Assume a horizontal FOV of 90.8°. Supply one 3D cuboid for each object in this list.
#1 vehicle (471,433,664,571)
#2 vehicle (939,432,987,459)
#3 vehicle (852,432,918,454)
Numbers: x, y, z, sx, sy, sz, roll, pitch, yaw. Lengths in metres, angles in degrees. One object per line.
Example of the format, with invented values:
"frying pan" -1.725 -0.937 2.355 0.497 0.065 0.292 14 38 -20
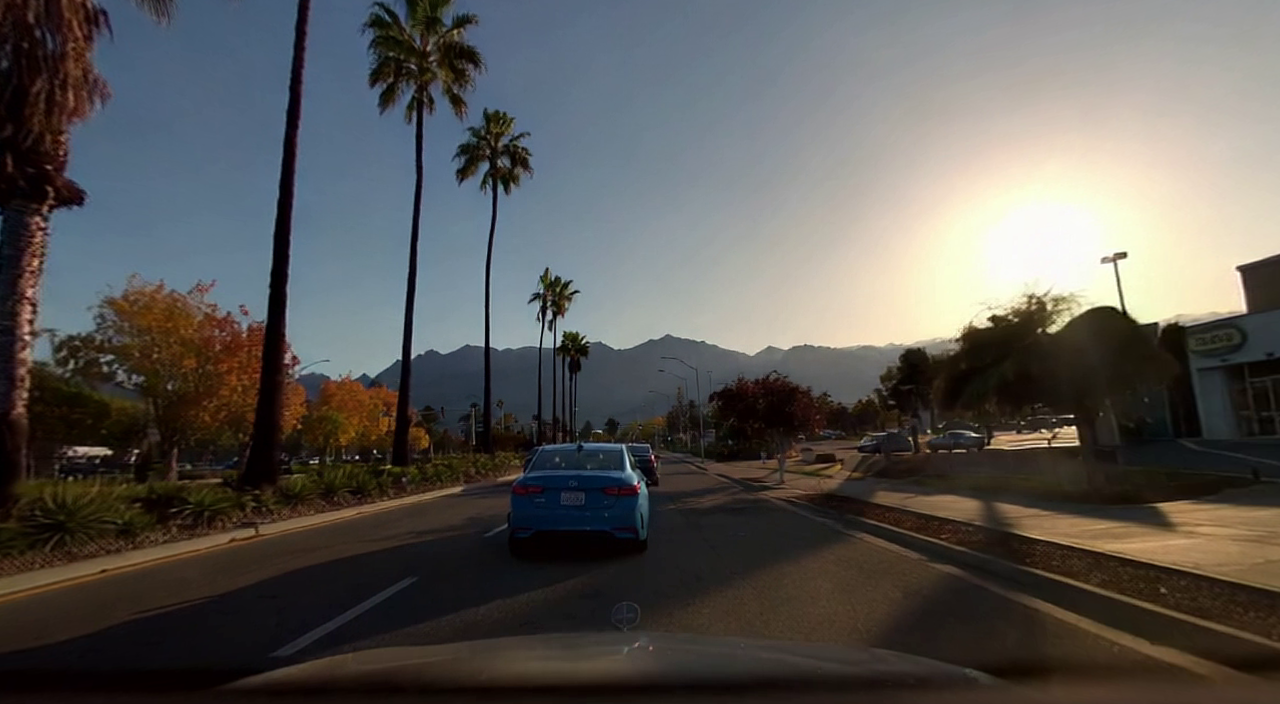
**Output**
"vehicle" -0.863 1.907 8.817 2.067 1.459 3.886 0 -8 -3
"vehicle" 19.586 5.646 38.183 1.961 1.526 4.640 -6 -10 33
"vehicle" 19.189 7.177 49.672 1.925 1.652 4.490 6 -10 -34
